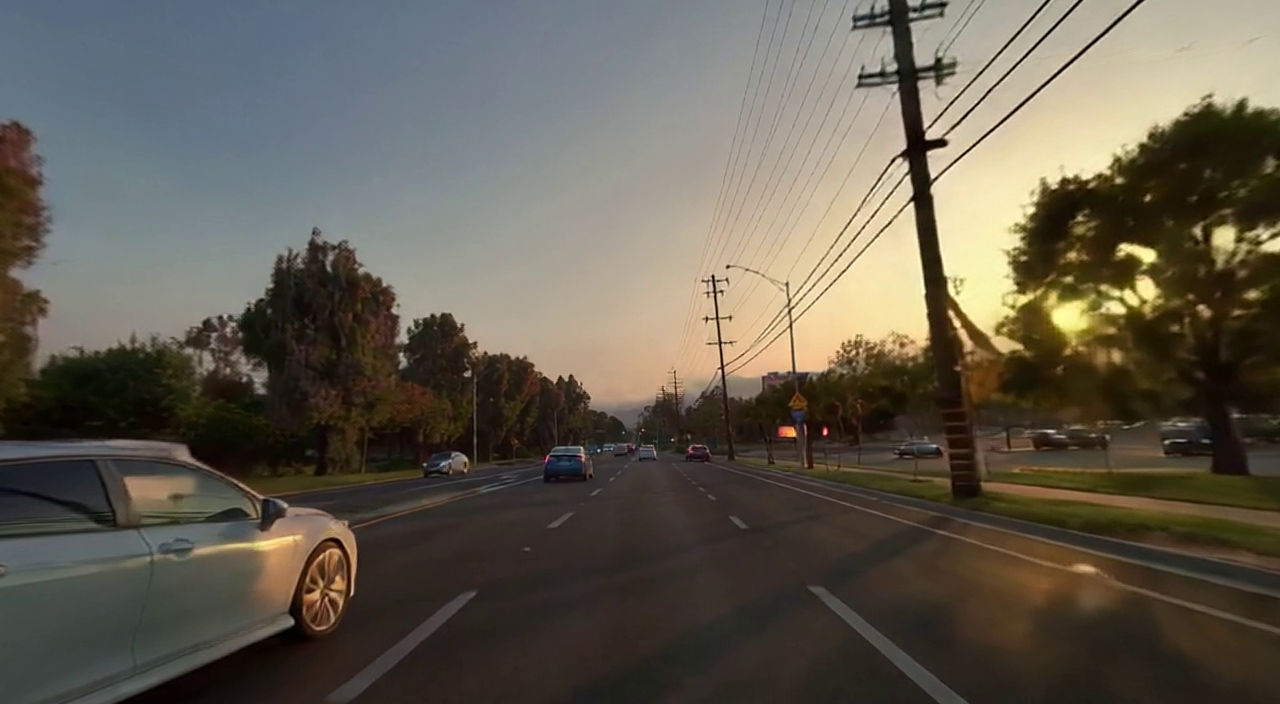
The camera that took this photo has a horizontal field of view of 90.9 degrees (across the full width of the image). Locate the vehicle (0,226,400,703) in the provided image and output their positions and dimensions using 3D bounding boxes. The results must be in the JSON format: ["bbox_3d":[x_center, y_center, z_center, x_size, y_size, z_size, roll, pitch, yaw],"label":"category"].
[{"bbox_3d":[-3.090,0.642,2.012,2.381,1.961,5.563,0,-9,1],"label":"vehicle"}]

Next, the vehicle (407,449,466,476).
[{"bbox_3d":[-12.464,6.766,38.868,2.089,1.489,4.426,0,-9,1],"label":"vehicle"}]

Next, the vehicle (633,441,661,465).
[{"bbox_3d":[0.547,7.905,49.339,2.155,1.781,3.977,0,-9,0],"label":"vehicle"}]

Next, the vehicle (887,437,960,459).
[{"bbox_3d":[21.092,7.168,47.054,4.392,1.535,2.131,0,-9,0],"label":"vehicle"}]

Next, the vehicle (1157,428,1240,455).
[{"bbox_3d":[34.082,5.488,38.449,4.290,1.547,1.899,3,-9,-21],"label":"vehicle"}]

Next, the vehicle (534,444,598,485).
[{"bbox_3d":[-2.778,4.346,24.696,1.982,1.451,4.152,0,-9,0],"label":"vehicle"}]

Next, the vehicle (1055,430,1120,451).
[{"bbox_3d":[34.375,6.829,48.396,4.632,1.533,2.015,4,-10,-27],"label":"vehicle"}]
